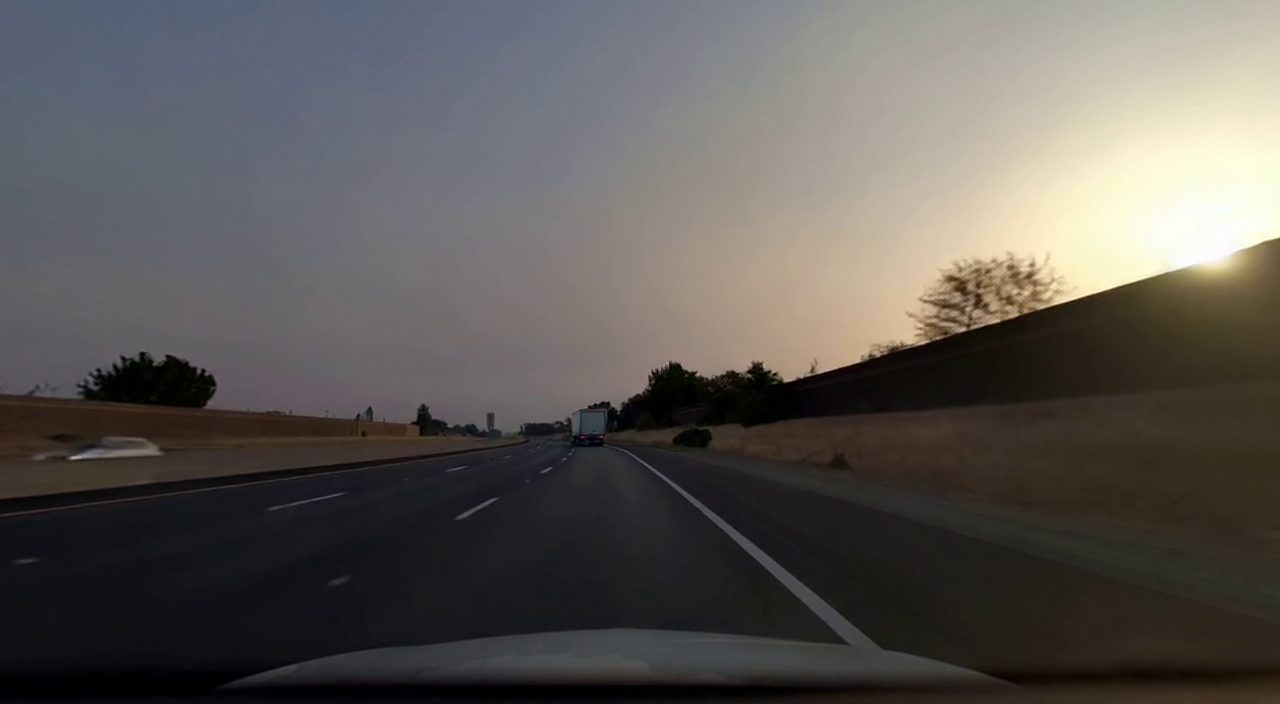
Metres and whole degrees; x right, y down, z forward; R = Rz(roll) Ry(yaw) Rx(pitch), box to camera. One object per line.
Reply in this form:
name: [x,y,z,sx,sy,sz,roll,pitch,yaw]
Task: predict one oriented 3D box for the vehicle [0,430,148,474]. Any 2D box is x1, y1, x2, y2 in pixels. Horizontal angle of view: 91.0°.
vehicle: [-21.579,3.801,24.219,1.819,1.486,4.460,0,-8,-3]
